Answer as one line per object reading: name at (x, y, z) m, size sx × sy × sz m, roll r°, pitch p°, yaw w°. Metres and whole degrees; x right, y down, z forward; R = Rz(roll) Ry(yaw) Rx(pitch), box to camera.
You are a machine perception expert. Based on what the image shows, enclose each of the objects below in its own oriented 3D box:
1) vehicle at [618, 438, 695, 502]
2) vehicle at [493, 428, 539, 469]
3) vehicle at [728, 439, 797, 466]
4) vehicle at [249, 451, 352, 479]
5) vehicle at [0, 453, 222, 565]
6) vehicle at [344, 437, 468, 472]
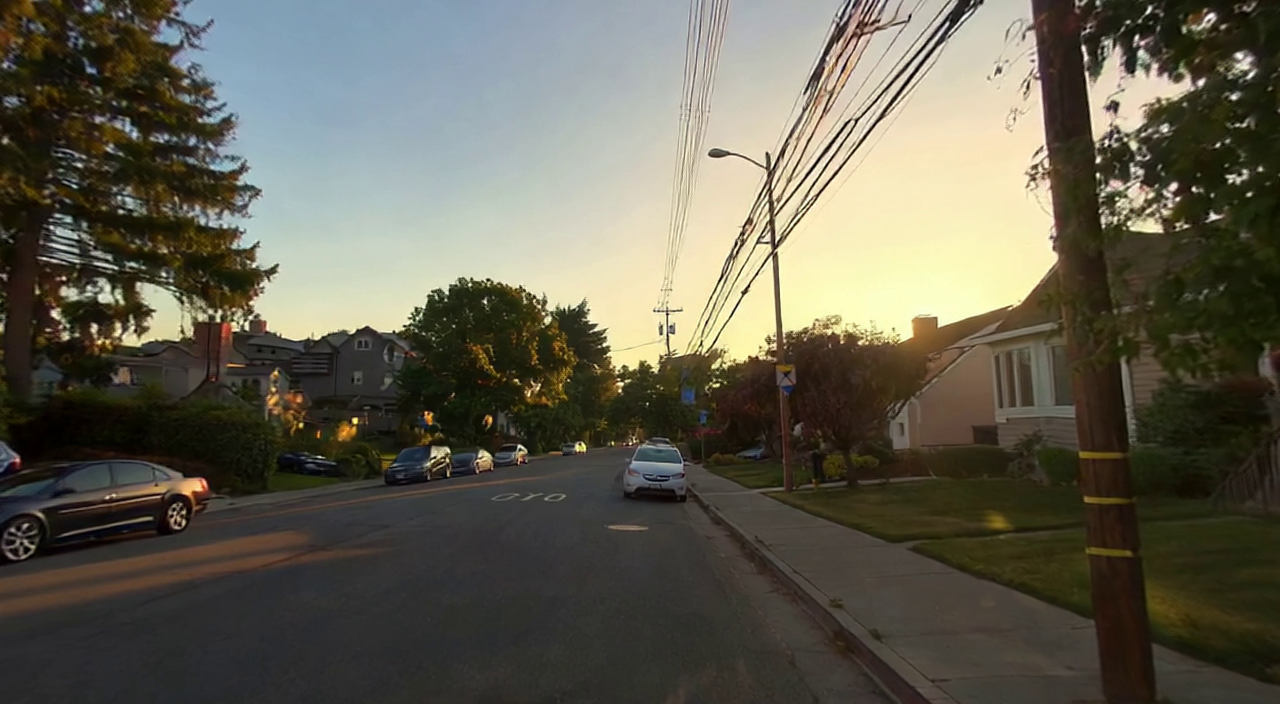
vehicle at (0.474, 3.191, 17.382) m, size 1.908 × 1.572 × 3.105 m, roll 0°, pitch -8°, yaw 3°
vehicle at (-9.440, 7.422, 48.585) m, size 2.199 × 2.902 × 5.848 m, roll 0°, pitch -8°, yaw 1°
vehicle at (7.855, 6.496, 40.773) m, size 4.075 × 1.674 × 1.811 m, roll 0°, pitch -8°, yaw 0°
vehicle at (-18.205, 6.082, 33.995) m, size 4.481 × 1.420 × 1.712 m, roll 1°, pitch -9°, yaw -3°
vehicle at (-9.497, 2.424, 10.454) m, size 1.968 × 1.449 × 4.502 m, roll 0°, pitch -8°, yaw 2°
vehicle at (-14.015, 6.183, 38.114) m, size 6.488 × 2.009 × 2.354 m, roll 0°, pitch -8°, yaw 1°
